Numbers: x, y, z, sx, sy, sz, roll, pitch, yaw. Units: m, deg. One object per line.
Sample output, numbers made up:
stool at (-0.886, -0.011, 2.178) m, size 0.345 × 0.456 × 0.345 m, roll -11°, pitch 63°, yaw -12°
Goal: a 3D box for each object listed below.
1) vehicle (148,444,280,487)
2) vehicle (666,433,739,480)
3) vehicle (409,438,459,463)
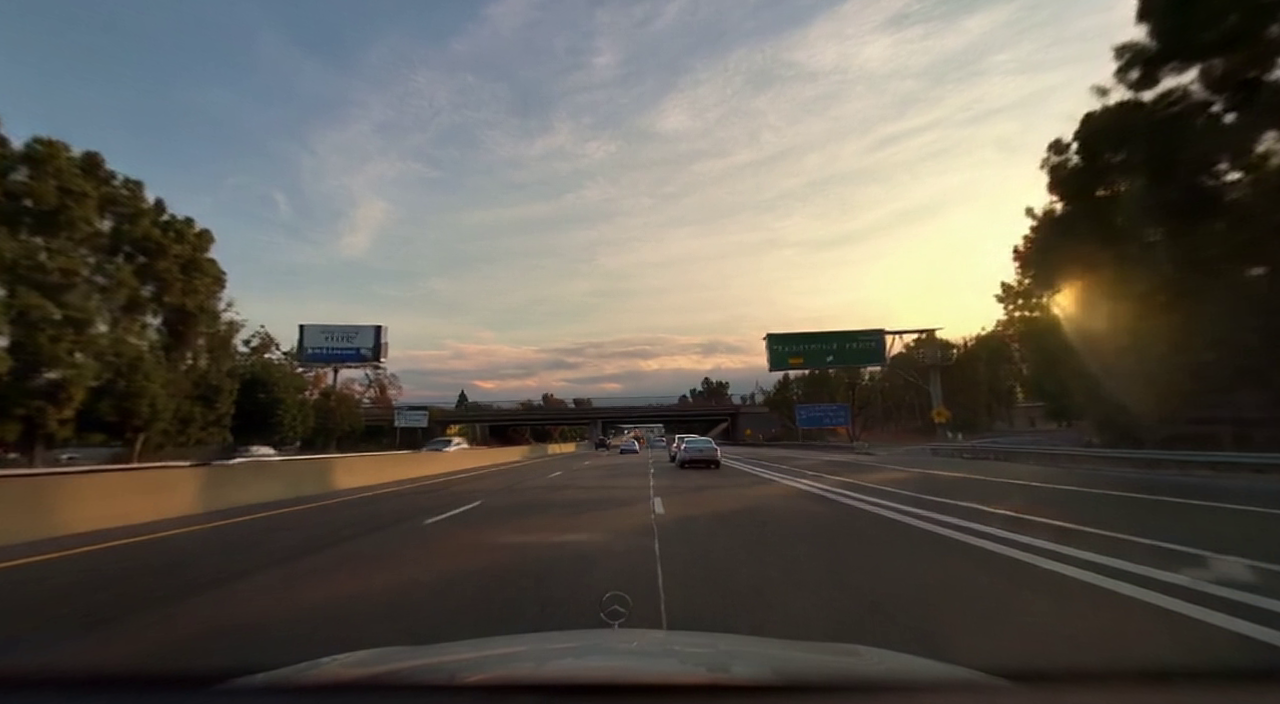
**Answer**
vehicle at (-16.753, 4.444, 25.104) m, size 1.986 × 1.496 × 4.593 m, roll 0°, pitch -8°, yaw 1°
vehicle at (2.330, 4.041, 24.897) m, size 2.240 × 1.646 × 4.949 m, roll 1°, pitch -8°, yaw -1°
vehicle at (-13.582, 6.497, 41.830) m, size 1.861 × 1.490 × 4.157 m, roll 0°, pitch -8°, yaw 1°
